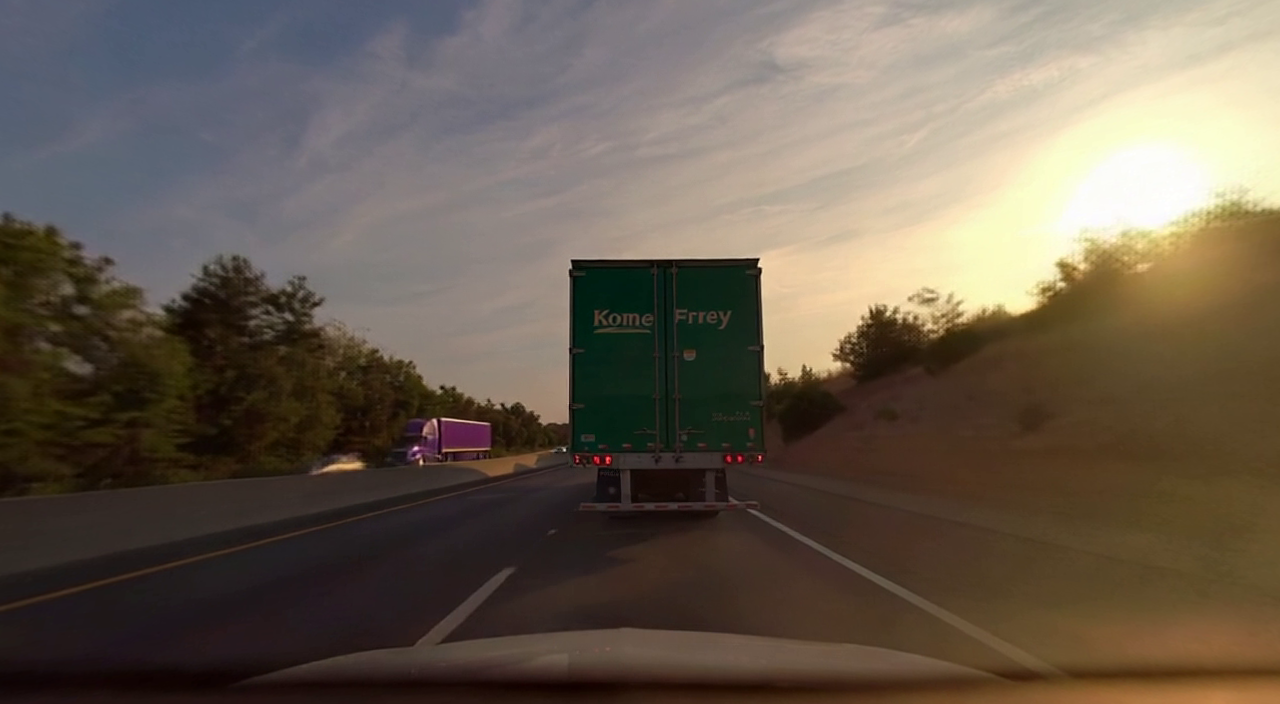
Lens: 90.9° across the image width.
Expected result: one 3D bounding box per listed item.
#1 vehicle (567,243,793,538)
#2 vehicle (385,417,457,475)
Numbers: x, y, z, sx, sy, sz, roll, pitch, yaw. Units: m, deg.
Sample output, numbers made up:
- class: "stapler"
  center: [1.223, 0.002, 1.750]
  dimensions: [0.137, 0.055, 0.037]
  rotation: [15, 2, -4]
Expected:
- class: "vehicle"
  center: [0.514, 1.616, 16.439]
  dimensions: [3.230, 4.377, 14.405]
  rotation: [0, -9, 0]
- class: "vehicle"
  center: [-16.041, 6.971, 46.661]
  dimensions: [2.997, 3.998, 5.894]
  rotation: [0, -9, 1]
